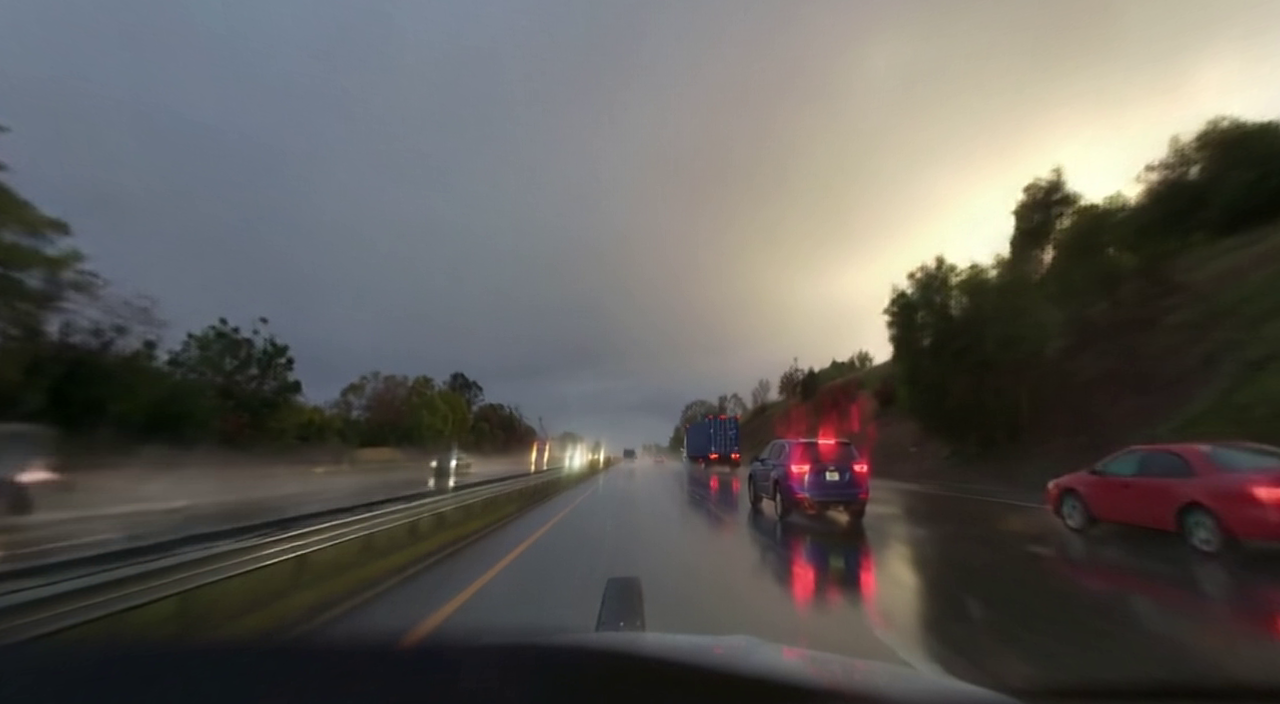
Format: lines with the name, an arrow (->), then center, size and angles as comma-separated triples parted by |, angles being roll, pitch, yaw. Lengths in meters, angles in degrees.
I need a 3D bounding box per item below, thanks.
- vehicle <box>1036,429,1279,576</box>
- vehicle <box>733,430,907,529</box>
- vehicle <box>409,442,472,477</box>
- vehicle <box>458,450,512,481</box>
vehicle -> 7.445, 1.739, 7.803 | 2.024, 1.471, 4.618 | 0, -9, -1
vehicle -> 3.409, 2.522, 13.044 | 2.130, 1.658, 4.537 | 0, -9, -2
vehicle -> -11.803, 6.376, 37.704 | 2.095, 1.901, 5.025 | 0, -9, 0
vehicle -> -7.704, 5.625, 31.627 | 1.760, 1.437, 3.634 | 0, -9, 0
